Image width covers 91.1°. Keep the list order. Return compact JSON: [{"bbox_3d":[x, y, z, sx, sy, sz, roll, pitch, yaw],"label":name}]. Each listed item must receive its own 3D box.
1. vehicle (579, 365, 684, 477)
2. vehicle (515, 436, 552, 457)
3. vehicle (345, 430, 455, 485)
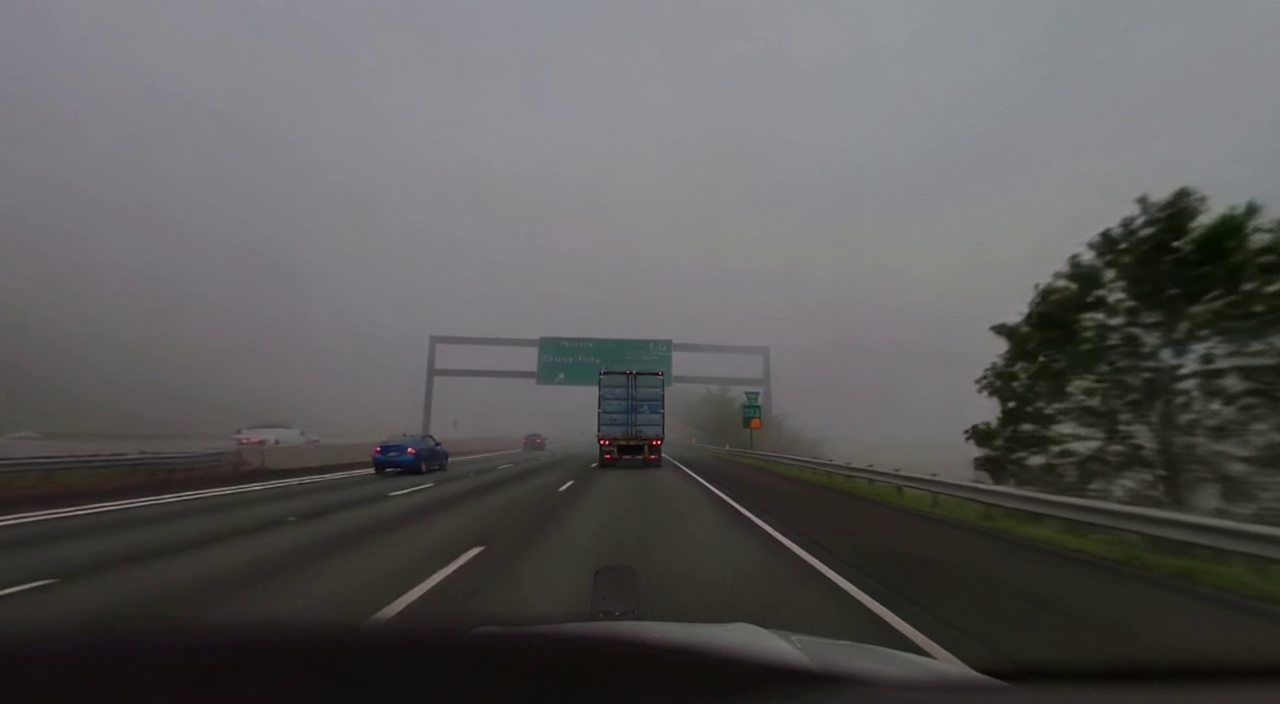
[{"bbox_3d":[-0.344,3.034,26.210,3.033,3.223,14.836,2,-8,-1],"label":"vehicle"},{"bbox_3d":[-7.807,6.925,46.289,1.949,1.437,4.296,0,-8,0],"label":"vehicle"},{"bbox_3d":[-7.118,3.145,19.054,1.856,1.479,3.710,0,-8,0],"label":"vehicle"}]
